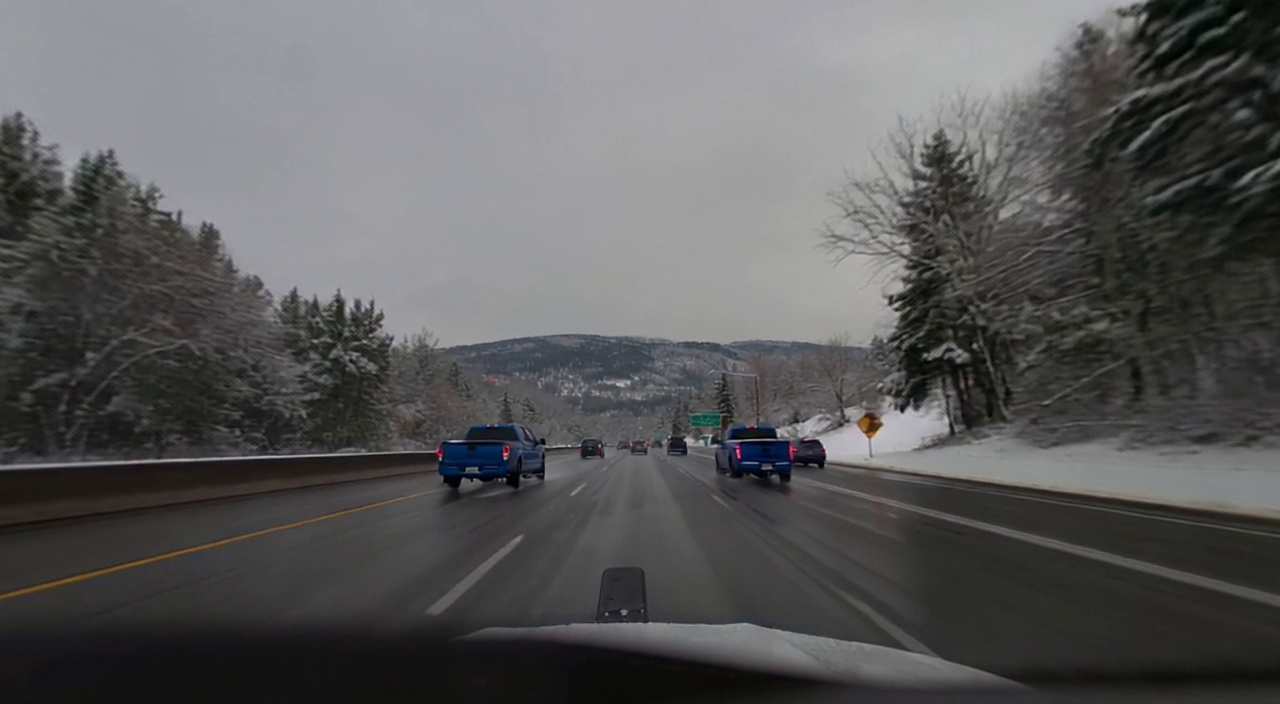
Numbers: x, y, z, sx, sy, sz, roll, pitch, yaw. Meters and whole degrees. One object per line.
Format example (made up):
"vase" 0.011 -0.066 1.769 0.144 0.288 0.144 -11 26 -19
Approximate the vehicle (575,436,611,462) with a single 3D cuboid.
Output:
"vehicle" -3.384 7.059 46.099 2.235 1.785 4.386 0 -8 1

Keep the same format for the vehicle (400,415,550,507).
"vehicle" -3.762 2.586 15.595 2.227 1.853 5.161 0 -8 1

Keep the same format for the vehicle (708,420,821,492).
"vehicle" 3.745 3.272 20.297 2.424 1.952 5.611 1 -8 -1
